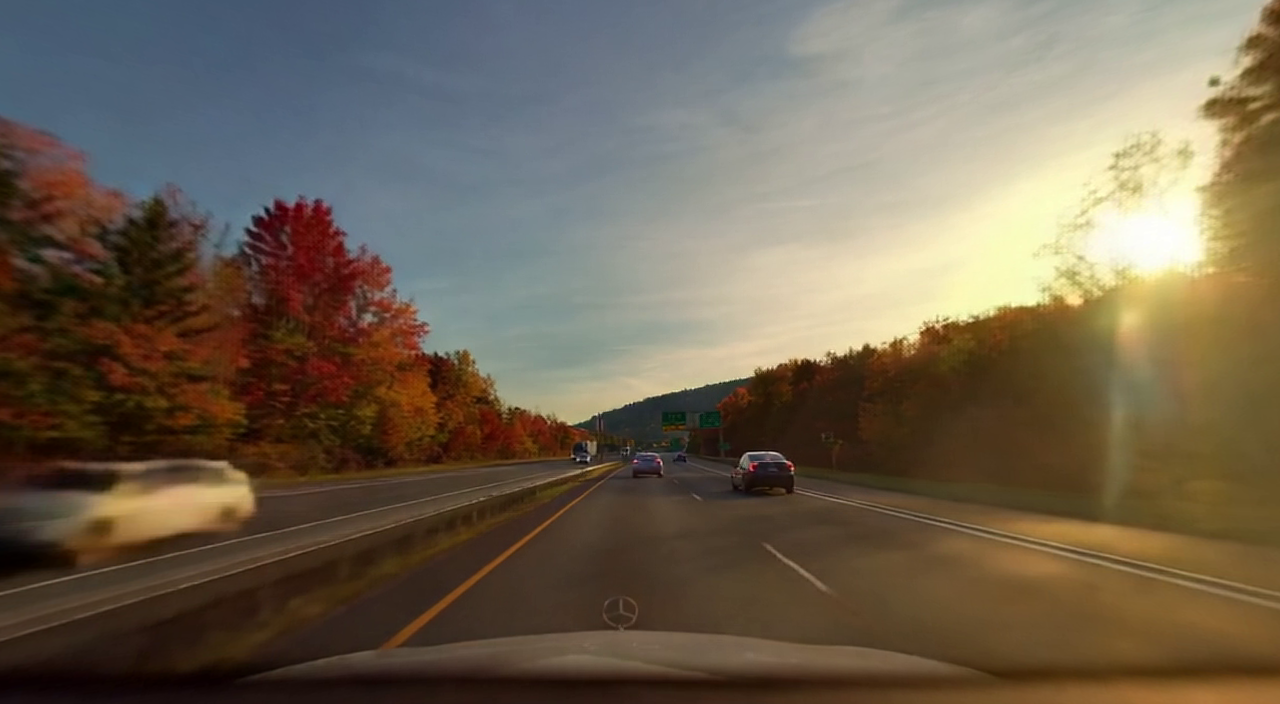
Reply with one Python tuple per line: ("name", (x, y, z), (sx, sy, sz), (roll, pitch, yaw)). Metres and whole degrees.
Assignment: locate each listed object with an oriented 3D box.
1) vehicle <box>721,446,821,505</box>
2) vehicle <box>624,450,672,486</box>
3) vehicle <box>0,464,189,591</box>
("vehicle", (3.845, 3.696, 19.176), (2.119, 1.557, 4.163), (0, -9, -1))
("vehicle", (0.364, 5.380, 29.495), (2.070, 1.546, 4.648), (0, -9, 1))
("vehicle", (-8.867, 2.365, 8.728), (1.839, 1.487, 4.458), (0, -9, 0))
